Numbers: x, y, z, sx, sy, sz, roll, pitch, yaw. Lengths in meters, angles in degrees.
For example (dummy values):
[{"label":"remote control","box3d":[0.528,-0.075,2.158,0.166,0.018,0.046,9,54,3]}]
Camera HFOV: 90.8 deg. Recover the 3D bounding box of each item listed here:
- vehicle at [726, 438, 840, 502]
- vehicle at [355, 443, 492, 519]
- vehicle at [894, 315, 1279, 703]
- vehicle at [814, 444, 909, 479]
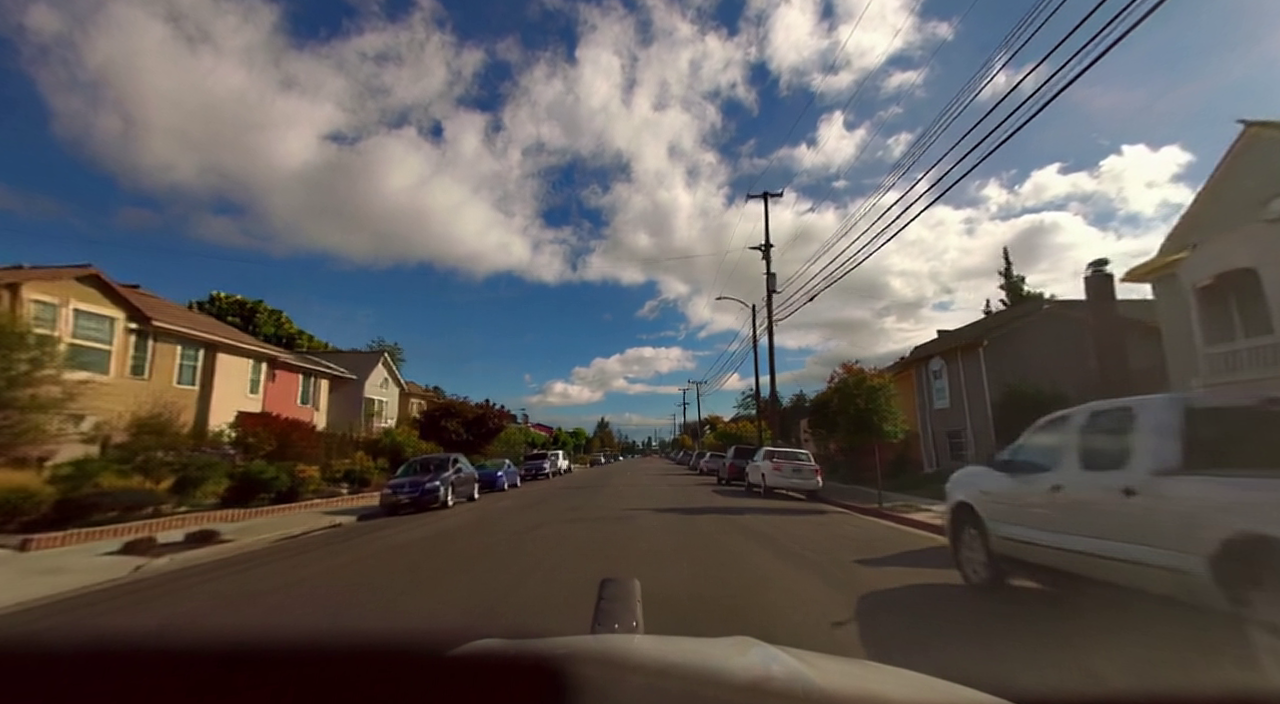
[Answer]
[{"label":"vehicle","box3d":[4.697,3.994,22.012,2.462,1.894,6.076,0,-9,-1]},{"label":"vehicle","box3d":[-5.351,3.219,16.388,1.971,1.648,4.638,0,-9,-1]},{"label":"vehicle","box3d":[4.382,1.098,4.606,2.547,2.075,5.693,0,-9,-2]},{"label":"vehicle","box3d":[11.861,5.862,34.040,4.388,1.790,1.958,0,-8,1]}]
